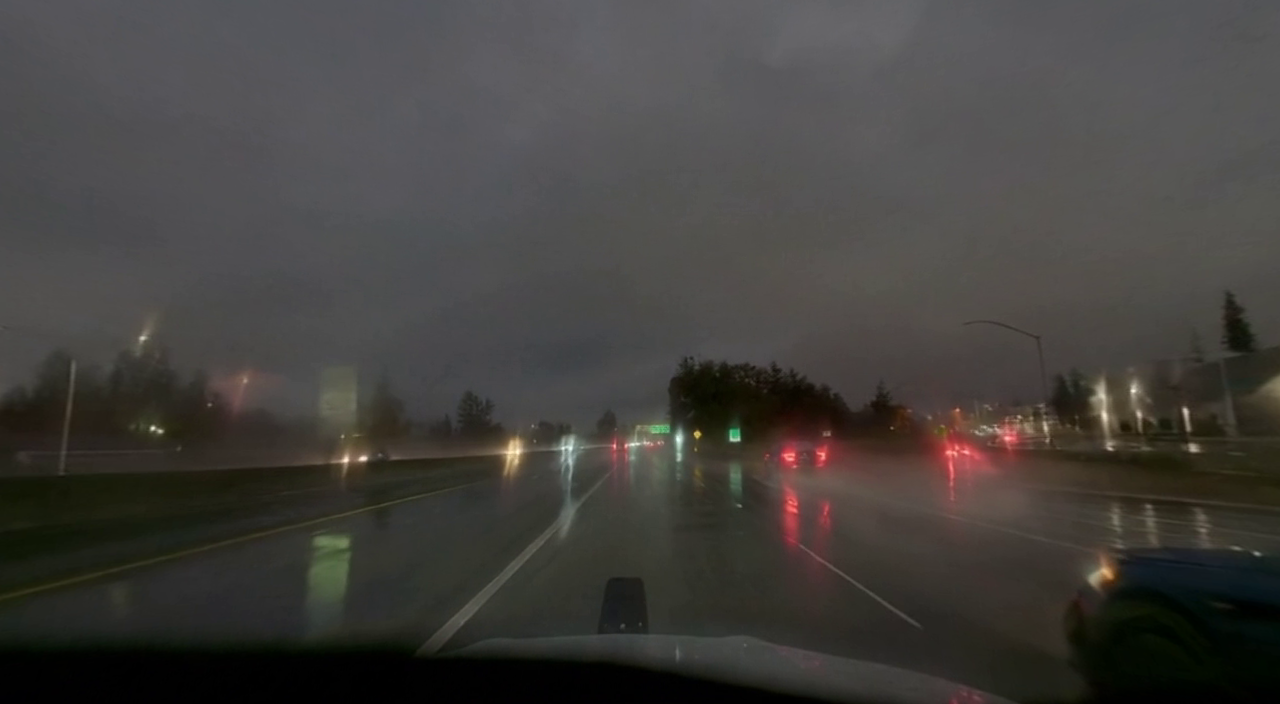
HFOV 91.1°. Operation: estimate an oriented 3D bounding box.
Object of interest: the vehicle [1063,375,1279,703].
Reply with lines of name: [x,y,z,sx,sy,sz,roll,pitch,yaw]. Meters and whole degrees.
vehicle: [3.788,0.709,1.508,2.071,1.560,4.983,0,-8,0]
